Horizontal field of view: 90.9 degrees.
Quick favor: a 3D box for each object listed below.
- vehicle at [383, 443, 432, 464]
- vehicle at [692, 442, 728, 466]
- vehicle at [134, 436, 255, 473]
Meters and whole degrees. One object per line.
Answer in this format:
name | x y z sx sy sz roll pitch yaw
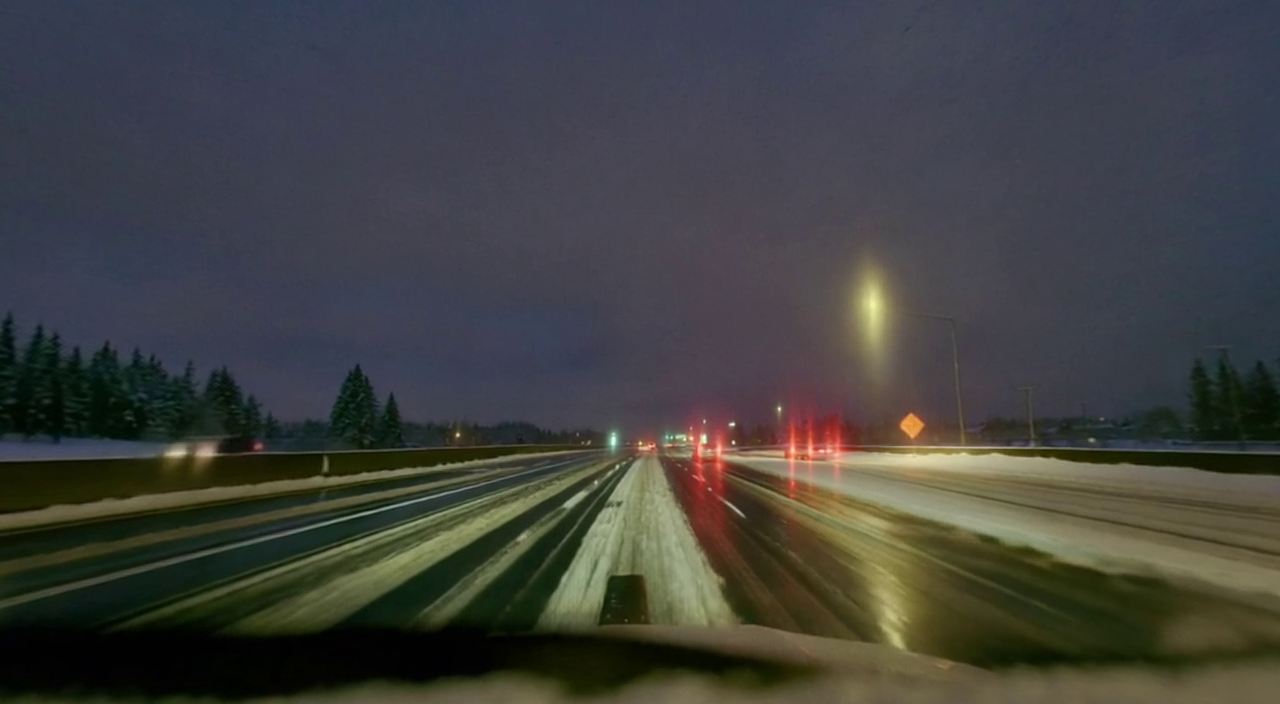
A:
vehicle | -17.401 7.607 47.469 1.913 1.440 4.374 0 -8 2
vehicle | 4.547 6.657 41.474 1.912 1.478 4.125 0 -8 0
vehicle | -21.426 4.950 30.663 2.023 1.607 5.149 0 -8 1
